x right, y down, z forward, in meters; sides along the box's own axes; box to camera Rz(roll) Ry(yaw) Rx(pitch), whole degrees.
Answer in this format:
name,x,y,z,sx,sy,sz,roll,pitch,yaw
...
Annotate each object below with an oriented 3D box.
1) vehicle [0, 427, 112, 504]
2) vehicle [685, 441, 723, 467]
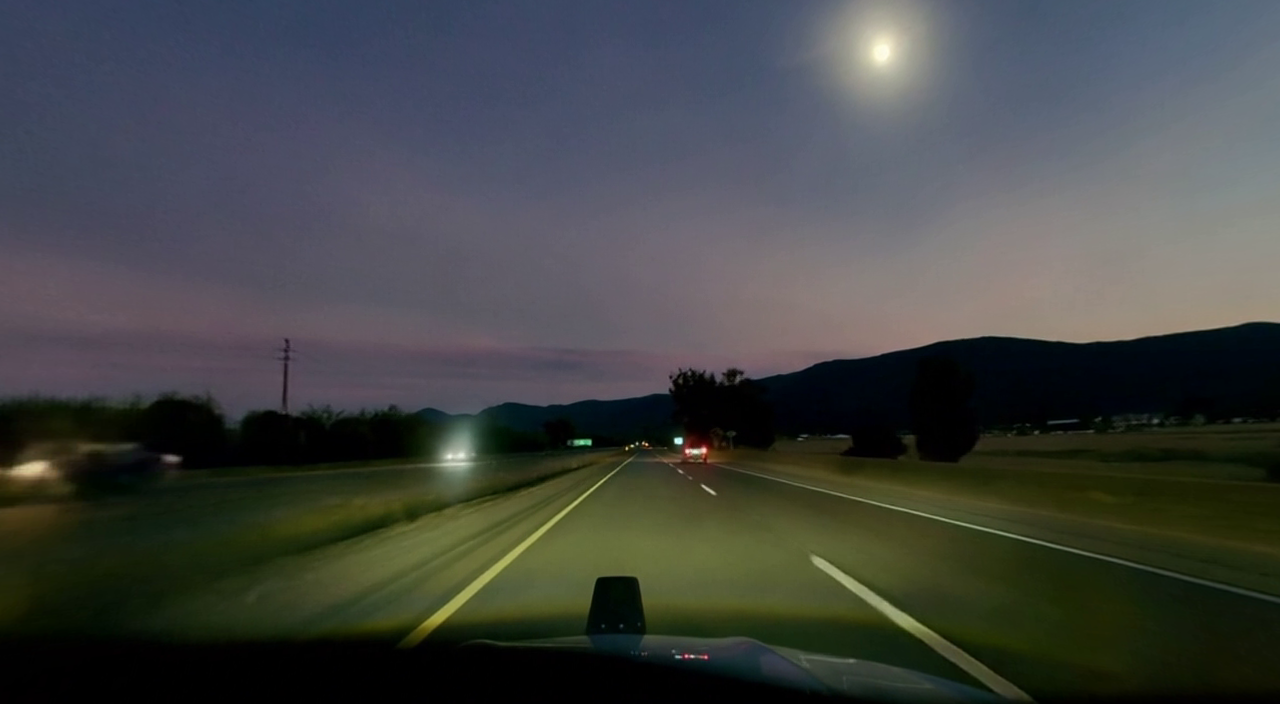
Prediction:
name,x,y,z,sx,sy,sz,roll,pitch,yaw
vehicle,-17.421,3.008,16.735,2.361,1.937,5.075,-1,-8,1
vehicle,4.298,6.951,43.120,2.157,1.640,4.056,0,-8,0
